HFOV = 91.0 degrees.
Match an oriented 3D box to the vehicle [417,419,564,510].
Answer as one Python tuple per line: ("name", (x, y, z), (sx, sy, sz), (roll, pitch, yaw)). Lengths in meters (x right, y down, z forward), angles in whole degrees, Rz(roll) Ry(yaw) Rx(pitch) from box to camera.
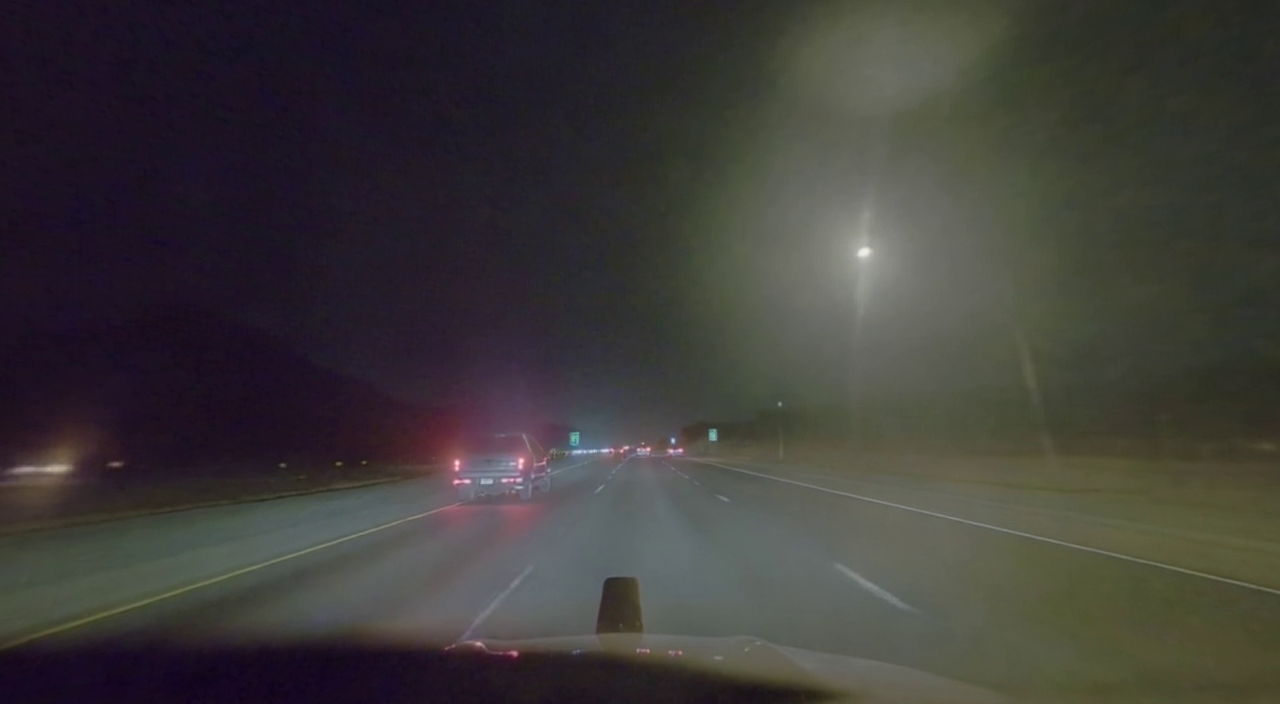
("vehicle", (-3.544, 2.828, 16.331), (2.379, 1.918, 5.504), (0, -8, 1))
